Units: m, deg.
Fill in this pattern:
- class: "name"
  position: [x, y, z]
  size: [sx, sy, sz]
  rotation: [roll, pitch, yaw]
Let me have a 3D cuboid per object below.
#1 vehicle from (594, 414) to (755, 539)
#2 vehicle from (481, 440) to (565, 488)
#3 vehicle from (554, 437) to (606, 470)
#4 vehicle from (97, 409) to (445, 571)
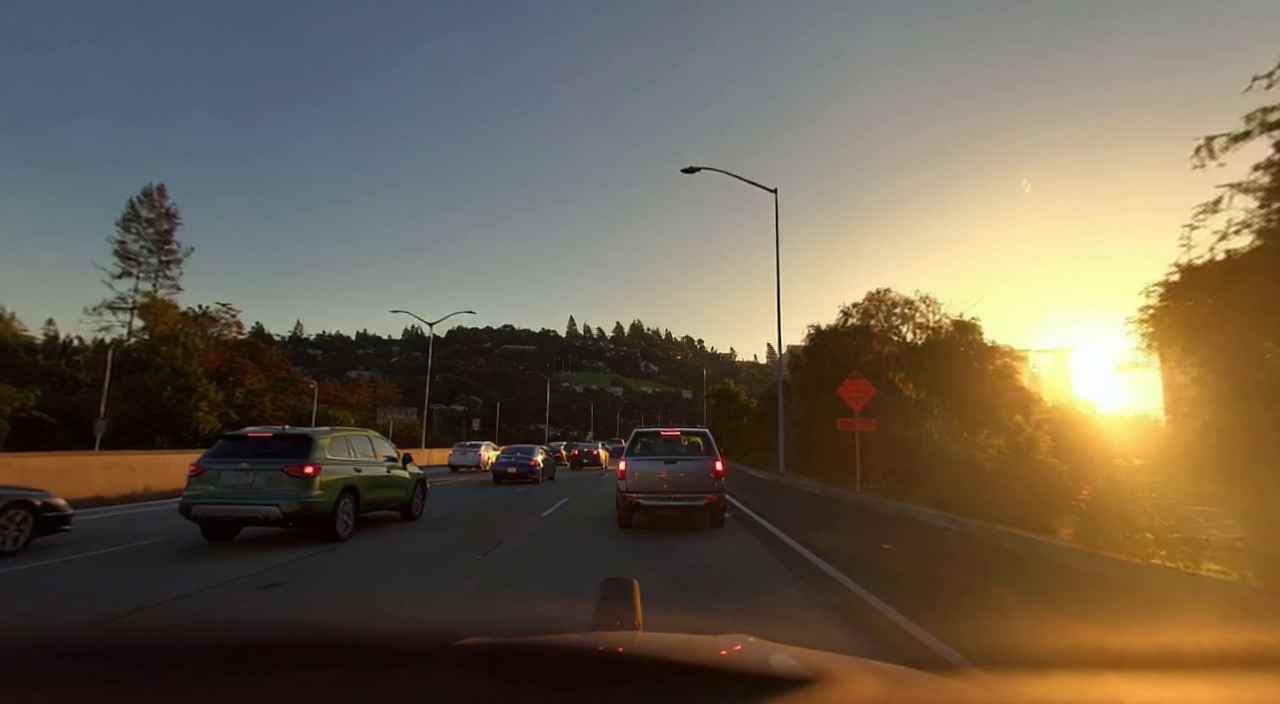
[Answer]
- class: "vehicle"
  position: [0.519, 2.065, 11.052]
  size: [2.235, 1.716, 4.435]
  rotation: [0, -9, 1]
- class: "vehicle"
  position: [-3.880, 3.783, 21.700]
  size: [1.868, 1.470, 4.105]
  rotation: [-1, -9, 4]
- class: "vehicle"
  position: [-3.222, 5.592, 34.990]
  size: [2.109, 1.714, 4.472]
  rotation: [-1, -9, 5]
- class: "vehicle"
  position: [-4.628, 1.792, 8.953]
  size: [2.076, 1.688, 4.334]
  rotation: [-1, -9, 4]
